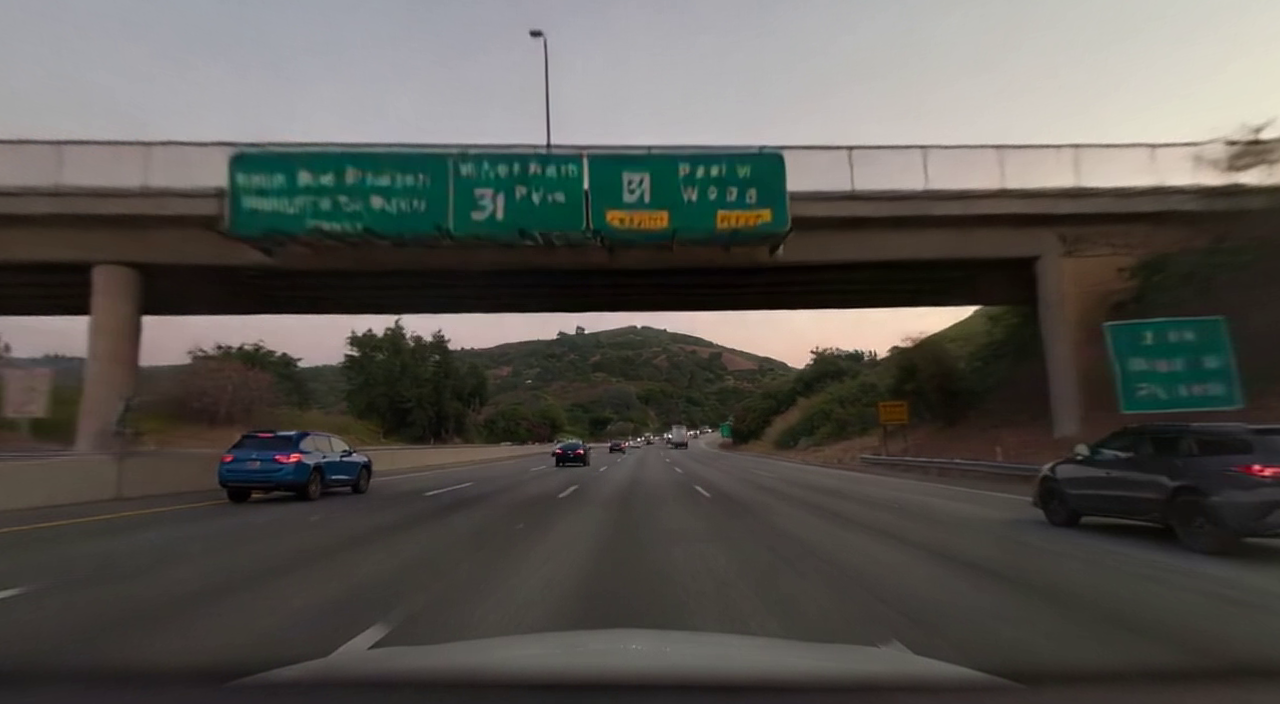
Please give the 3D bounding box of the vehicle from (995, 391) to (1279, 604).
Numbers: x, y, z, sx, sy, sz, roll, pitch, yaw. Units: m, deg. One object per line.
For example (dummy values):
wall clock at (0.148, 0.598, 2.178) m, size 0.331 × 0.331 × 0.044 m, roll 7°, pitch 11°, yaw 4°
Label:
vehicle at (6.204, 1.457, 6.938) m, size 1.950 × 1.719 × 4.545 m, roll 0°, pitch -9°, yaw 0°

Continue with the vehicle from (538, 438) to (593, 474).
vehicle at (-3.354, 4.750, 29.133) m, size 1.925 × 1.509 × 4.363 m, roll 0°, pitch -9°, yaw 1°

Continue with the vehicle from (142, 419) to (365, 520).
vehicle at (-7.468, 2.297, 12.838) m, size 1.860 × 1.694 × 4.173 m, roll 0°, pitch -9°, yaw 0°
